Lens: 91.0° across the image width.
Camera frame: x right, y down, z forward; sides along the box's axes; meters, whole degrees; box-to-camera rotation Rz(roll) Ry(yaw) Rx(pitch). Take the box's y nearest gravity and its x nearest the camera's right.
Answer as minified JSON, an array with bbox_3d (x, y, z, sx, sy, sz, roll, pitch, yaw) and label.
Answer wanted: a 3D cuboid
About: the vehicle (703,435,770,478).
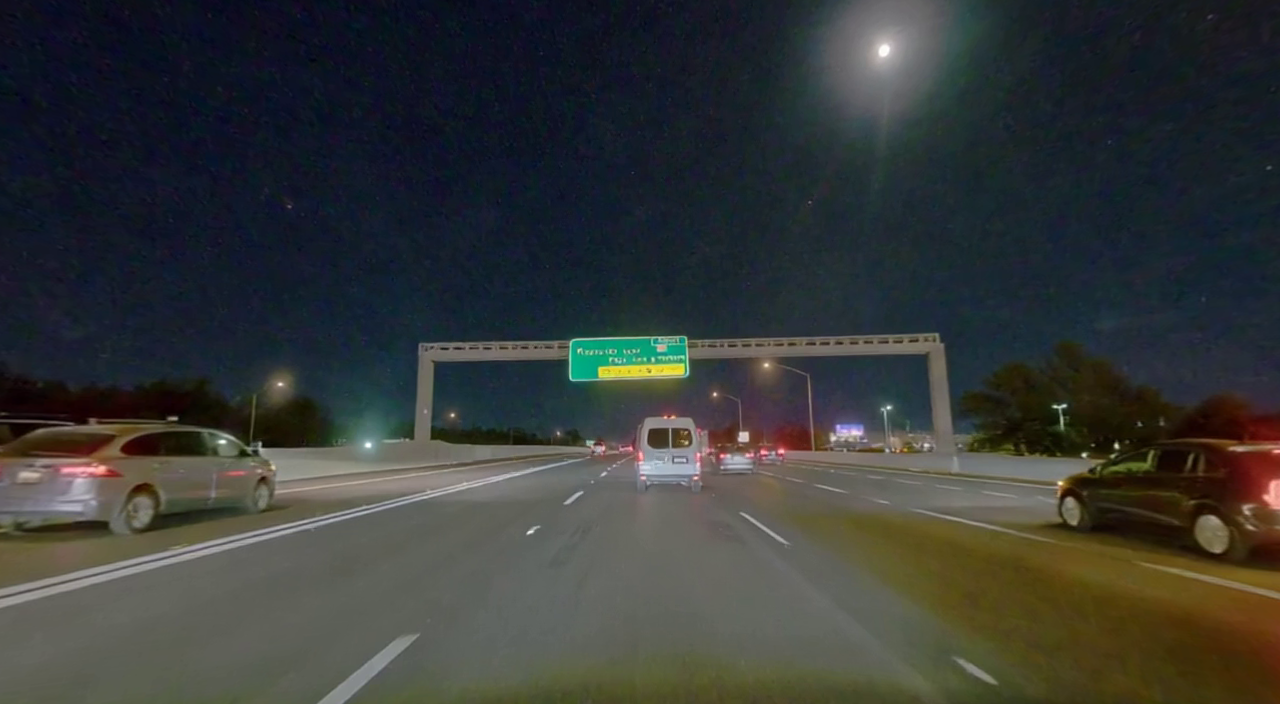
[{"bbox_3d":[4.081,4.516,27.434,2.146,1.678,4.489,0,-8,-1],"label":"vehicle"}]

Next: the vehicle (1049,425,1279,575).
[{"bbox_3d":[7.503,1.694,7.667,2.016,1.507,4.474,0,-8,0],"label":"vehicle"}]

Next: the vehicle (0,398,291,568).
[{"bbox_3d":[-7.587,1.735,9.147,2.192,1.776,4.957,0,-8,0],"label":"vehicle"}]

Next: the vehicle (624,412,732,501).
[{"bbox_3d":[0.837,2.803,17.114,2.509,2.062,4.639,0,-8,-2],"label":"vehicle"}]
